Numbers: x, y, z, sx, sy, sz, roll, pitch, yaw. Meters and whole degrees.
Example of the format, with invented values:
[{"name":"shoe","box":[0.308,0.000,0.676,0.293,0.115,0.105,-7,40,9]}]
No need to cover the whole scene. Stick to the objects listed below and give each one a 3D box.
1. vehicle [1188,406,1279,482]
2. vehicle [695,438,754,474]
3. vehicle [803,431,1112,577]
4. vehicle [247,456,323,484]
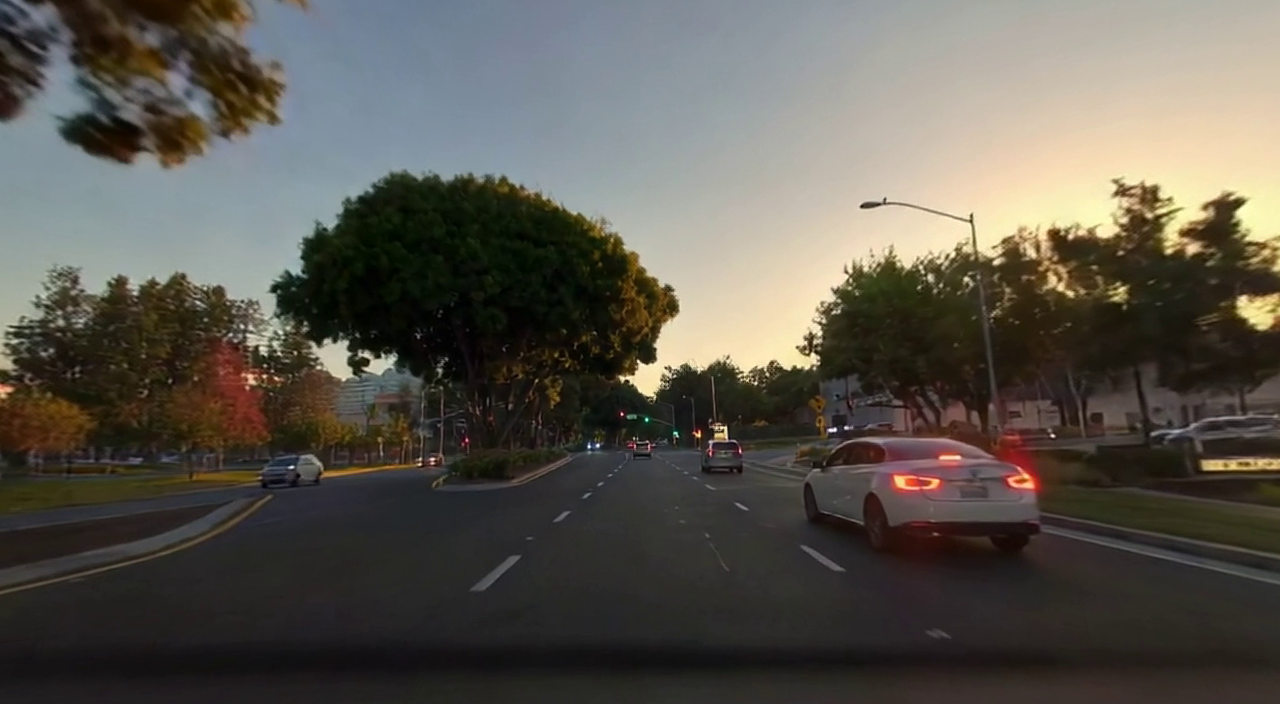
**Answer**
[{"name":"vehicle","box":[14.891,2.215,15.185,2.165,1.591,4.471,-8,-12,43]},{"name":"vehicle","box":[3.769,4.724,28.952,1.939,1.474,4.716,0,-8,-1]},{"name":"vehicle","box":[3.743,1.836,8.488,1.872,1.431,4.270,0,-8,-1]},{"name":"vehicle","box":[-22.024,7.313,39.346,1.906,1.547,4.956,0,-8,-1]}]
